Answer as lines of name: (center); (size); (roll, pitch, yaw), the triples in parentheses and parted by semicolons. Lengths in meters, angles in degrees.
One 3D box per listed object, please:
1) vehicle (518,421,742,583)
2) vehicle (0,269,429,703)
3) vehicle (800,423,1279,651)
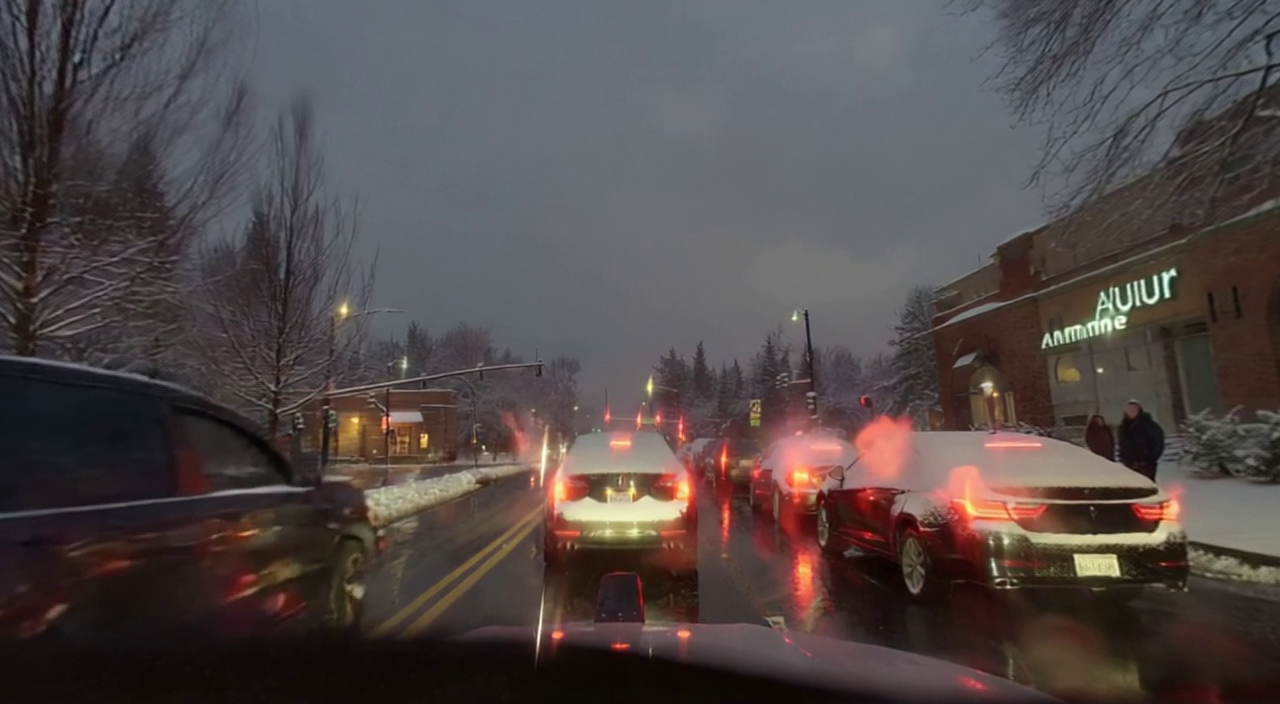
vehicle: (-0.128, 1.724, 8.069); (2.118, 1.512, 4.013); (0, -9, -1)
vehicle: (-3.043, 0.887, 3.245); (2.223, 1.840, 4.919); (0, -9, 0)
vehicle: (3.215, 1.543, 6.439); (1.912, 1.454, 4.537); (0, -9, -1)
